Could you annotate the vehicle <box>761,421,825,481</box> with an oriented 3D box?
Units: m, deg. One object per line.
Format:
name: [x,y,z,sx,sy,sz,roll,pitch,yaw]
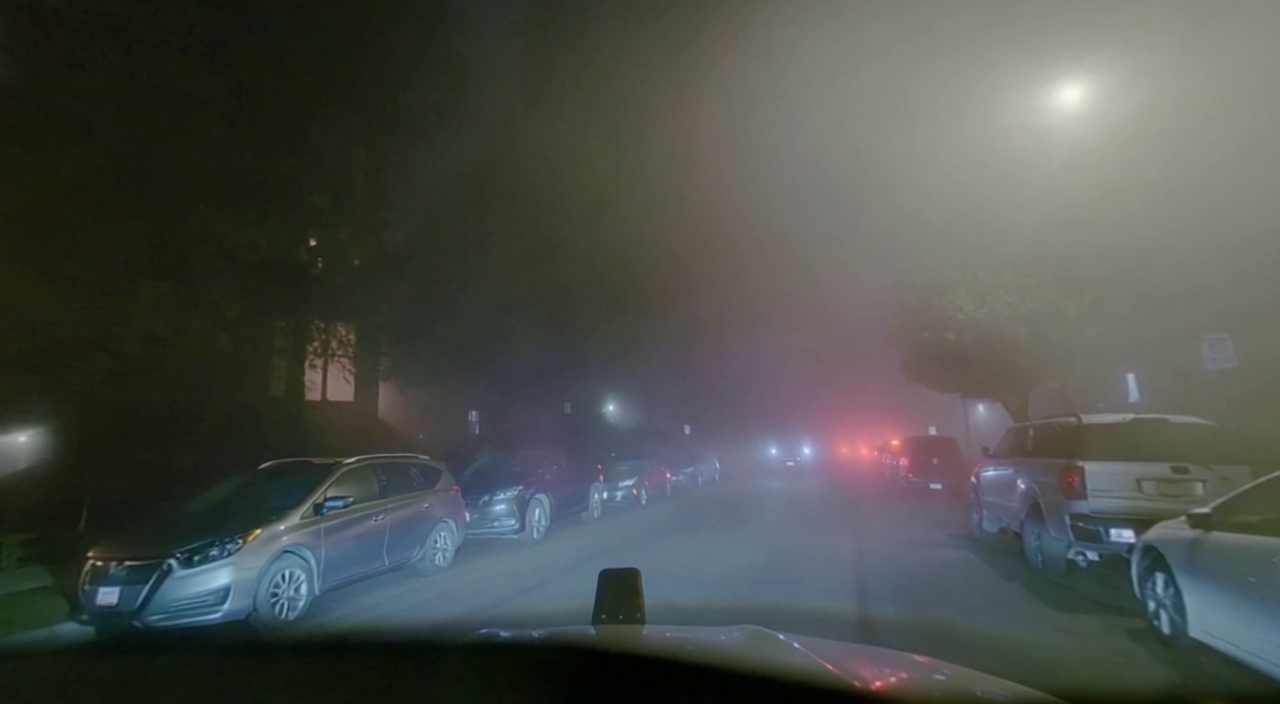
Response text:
vehicle: [8.401,5.299,34.181,2.716,2.887,6.781,-2,-9,18]

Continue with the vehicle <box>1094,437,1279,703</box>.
vehicle: [4.279,1.128,2.929,1.992,1.456,4.610,-2,-9,16]

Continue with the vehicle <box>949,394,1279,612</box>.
vehicle: [5.688,1.691,8.059,2.182,1.900,4.779,-2,-9,15]

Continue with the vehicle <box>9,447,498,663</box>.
vehicle: [-3.482,1.815,6.936,1.855,1.510,4.406,-2,-9,15]

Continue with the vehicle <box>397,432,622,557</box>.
vehicle: [-2.083,2.504,12.026,2.203,1.815,4.972,-2,-9,14]

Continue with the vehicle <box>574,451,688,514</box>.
vehicle: [-0.076,3.593,17.957,1.861,1.474,4.749,-3,-9,17]
